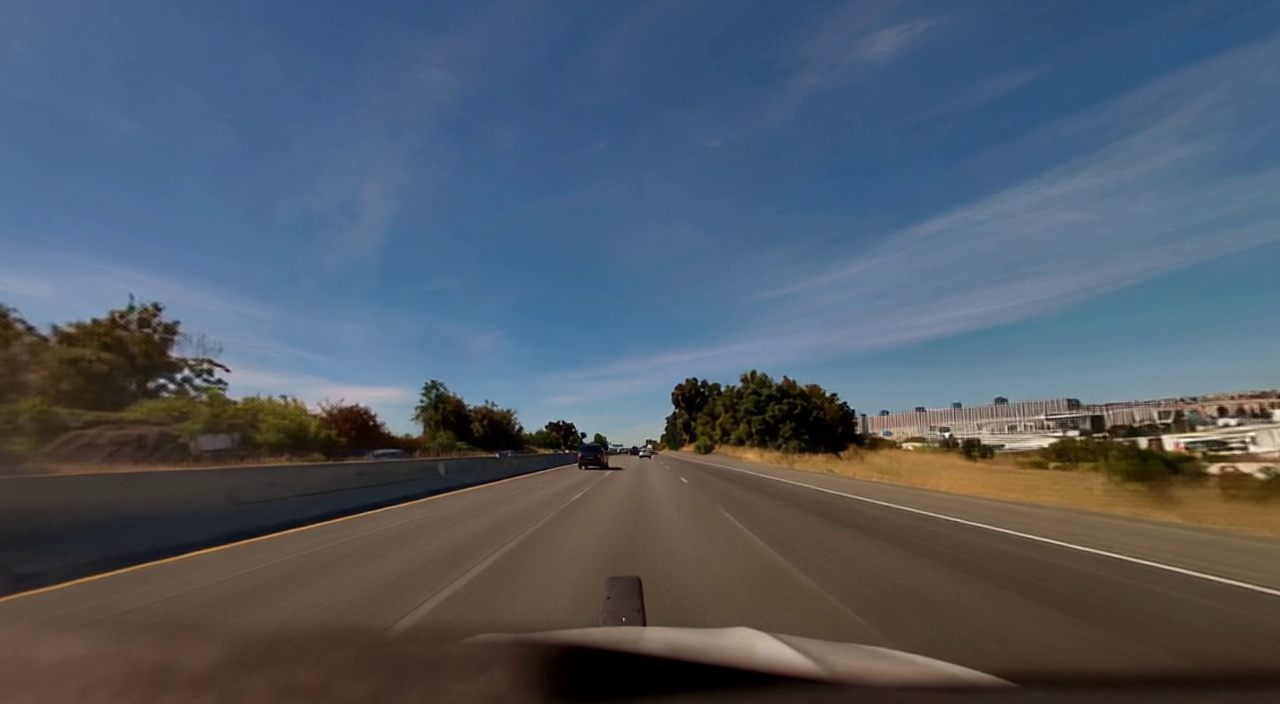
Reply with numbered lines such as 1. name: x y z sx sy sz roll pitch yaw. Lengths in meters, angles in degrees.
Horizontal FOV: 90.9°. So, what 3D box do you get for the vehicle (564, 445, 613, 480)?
1. vehicle: -2.454 5.402 31.014 1.965 1.556 3.971 -1 -9 2
